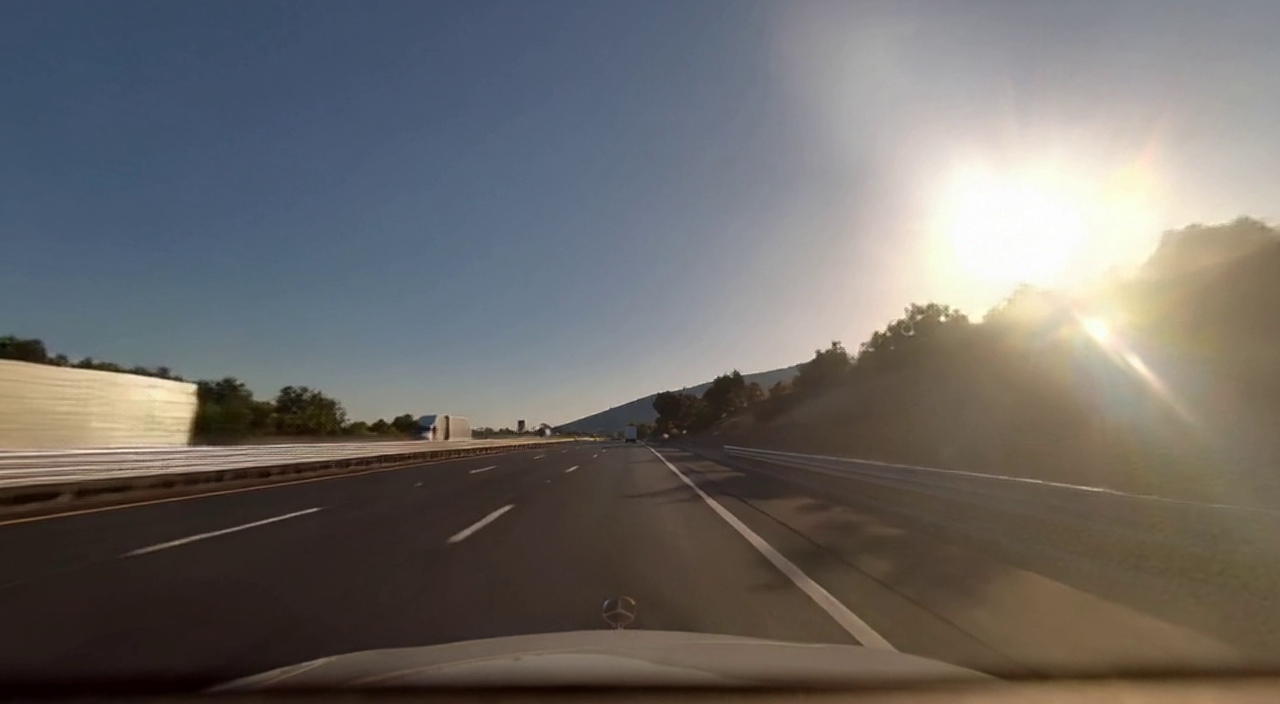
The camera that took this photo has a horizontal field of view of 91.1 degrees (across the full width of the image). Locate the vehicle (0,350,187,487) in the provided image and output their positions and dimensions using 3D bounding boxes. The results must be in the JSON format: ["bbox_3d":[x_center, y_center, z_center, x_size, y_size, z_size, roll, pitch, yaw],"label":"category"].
[{"bbox_3d":[-20.063,2.369,21.429,2.880,3.962,8.395,0,-8,0],"label":"vehicle"}]
